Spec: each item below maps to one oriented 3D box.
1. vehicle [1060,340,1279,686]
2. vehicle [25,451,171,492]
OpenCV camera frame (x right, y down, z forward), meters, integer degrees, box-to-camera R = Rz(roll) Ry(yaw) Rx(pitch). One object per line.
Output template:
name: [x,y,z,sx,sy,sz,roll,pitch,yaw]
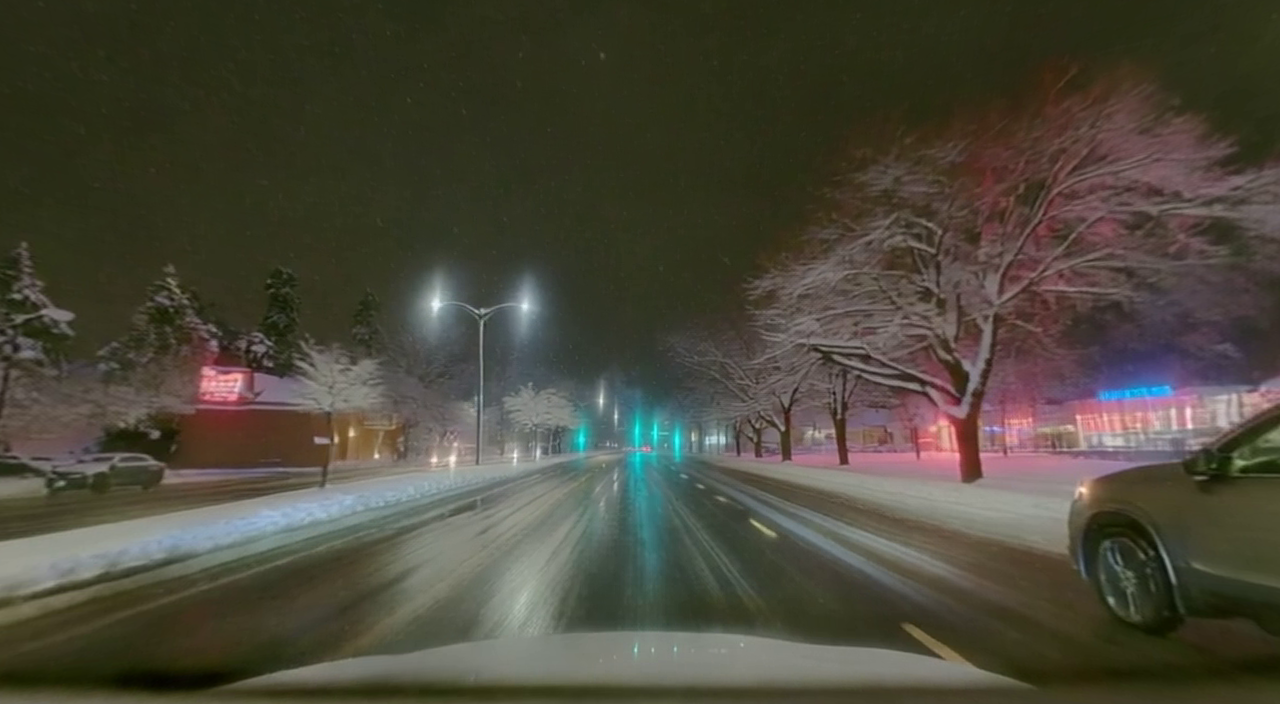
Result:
vehicle: [4.747,0.802,2.805,2.185,1.956,5.128,0,-8,0]
vehicle: [-22.581,4.964,26.650,1.864,1.510,4.664,-1,-8,3]
